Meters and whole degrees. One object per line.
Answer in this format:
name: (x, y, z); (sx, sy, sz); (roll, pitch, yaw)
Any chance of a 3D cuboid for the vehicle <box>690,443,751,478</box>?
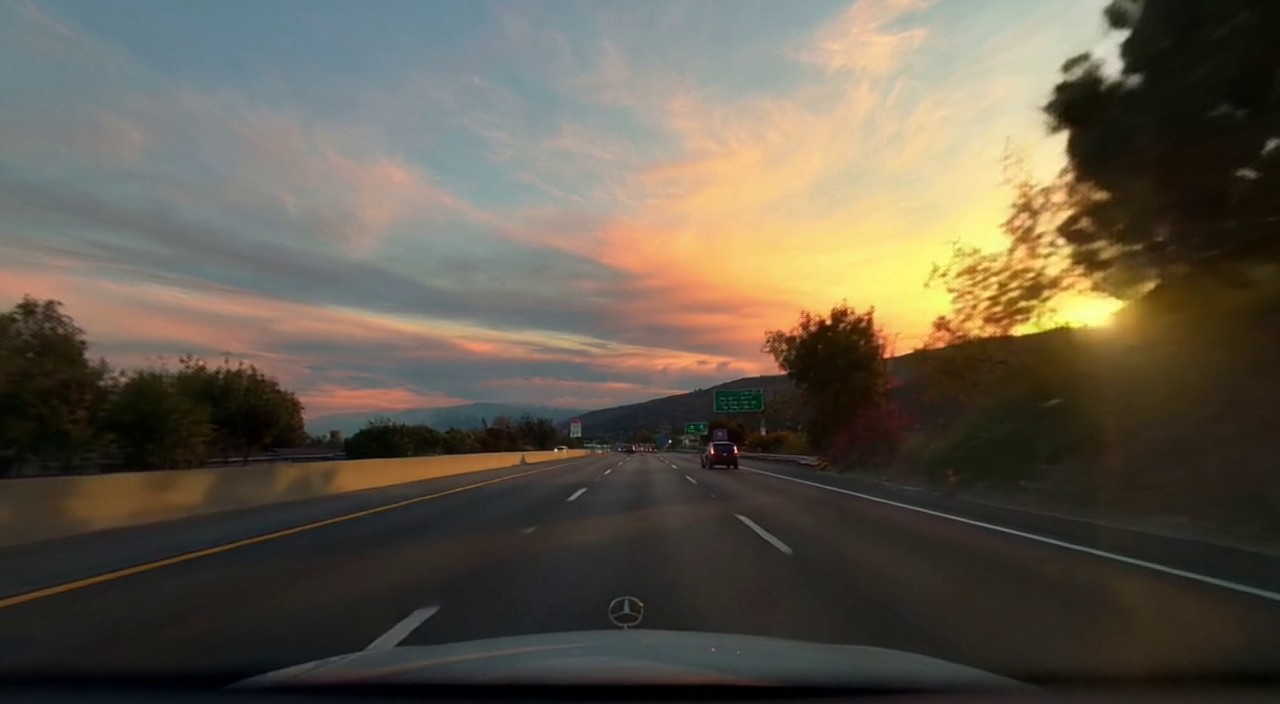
vehicle: (3.613, 4.963, 29.094); (2.193, 1.462, 4.533); (0, -8, -1)
